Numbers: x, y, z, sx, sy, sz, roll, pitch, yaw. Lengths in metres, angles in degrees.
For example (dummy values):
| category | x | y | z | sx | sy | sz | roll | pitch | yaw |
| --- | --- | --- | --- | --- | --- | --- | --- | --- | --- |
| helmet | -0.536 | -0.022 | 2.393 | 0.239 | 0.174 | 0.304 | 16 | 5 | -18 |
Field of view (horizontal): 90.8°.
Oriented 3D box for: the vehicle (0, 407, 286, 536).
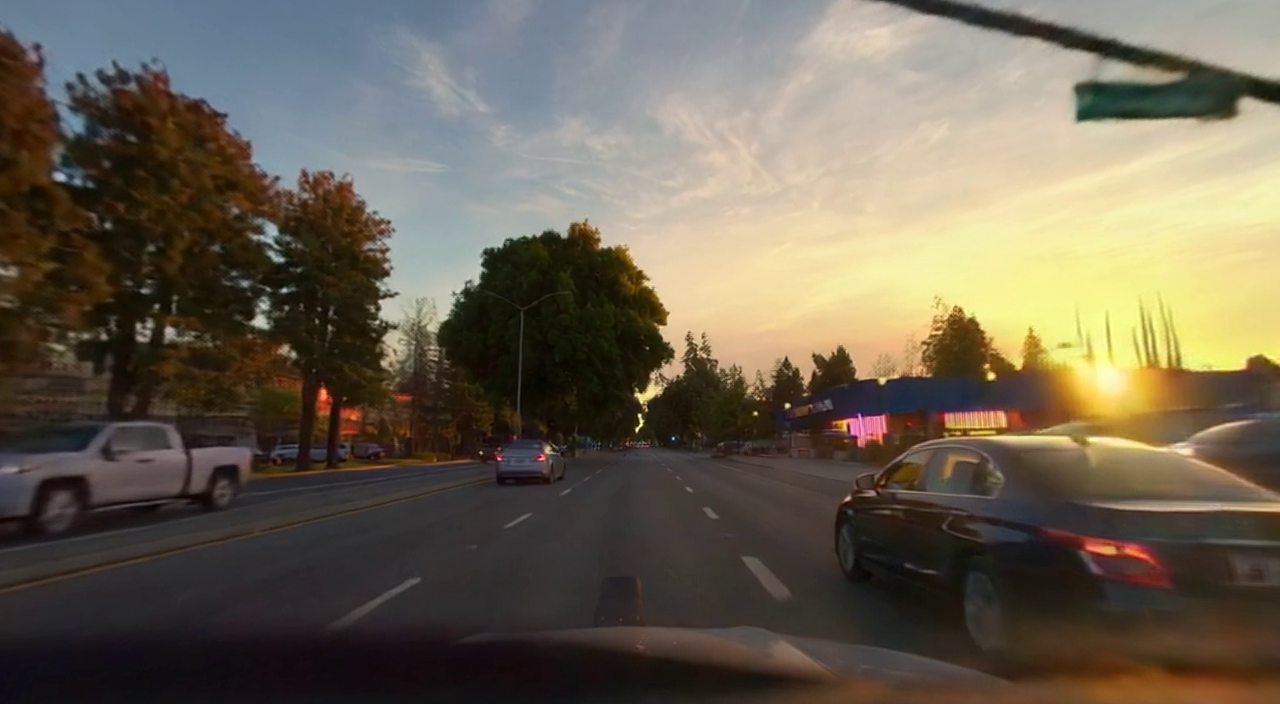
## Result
| category | x | y | z | sx | sy | sz | roll | pitch | yaw |
| --- | --- | --- | --- | --- | --- | --- | --- | --- | --- |
| vehicle | -9.570 | 2.234 | 12.366 | 2.301 | 1.926 | 5.183 | -2 | -9 | 0 |

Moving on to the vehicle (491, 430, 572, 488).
| category | x | y | z | sx | sy | sz | roll | pitch | yaw |
| --- | --- | --- | --- | --- | --- | --- | --- | --- | --- |
| vehicle | -3.683 | 3.745 | 22.366 | 1.997 | 1.806 | 4.500 | 0 | -8 | 1 |

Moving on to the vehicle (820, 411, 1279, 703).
| category | x | y | z | sx | sy | sz | roll | pitch | yaw |
| --- | --- | --- | --- | --- | --- | --- | --- | --- | --- |
| vehicle | 3.200 | 1.364 | 5.160 | 1.975 | 1.502 | 4.787 | 0 | -8 | -1 |
